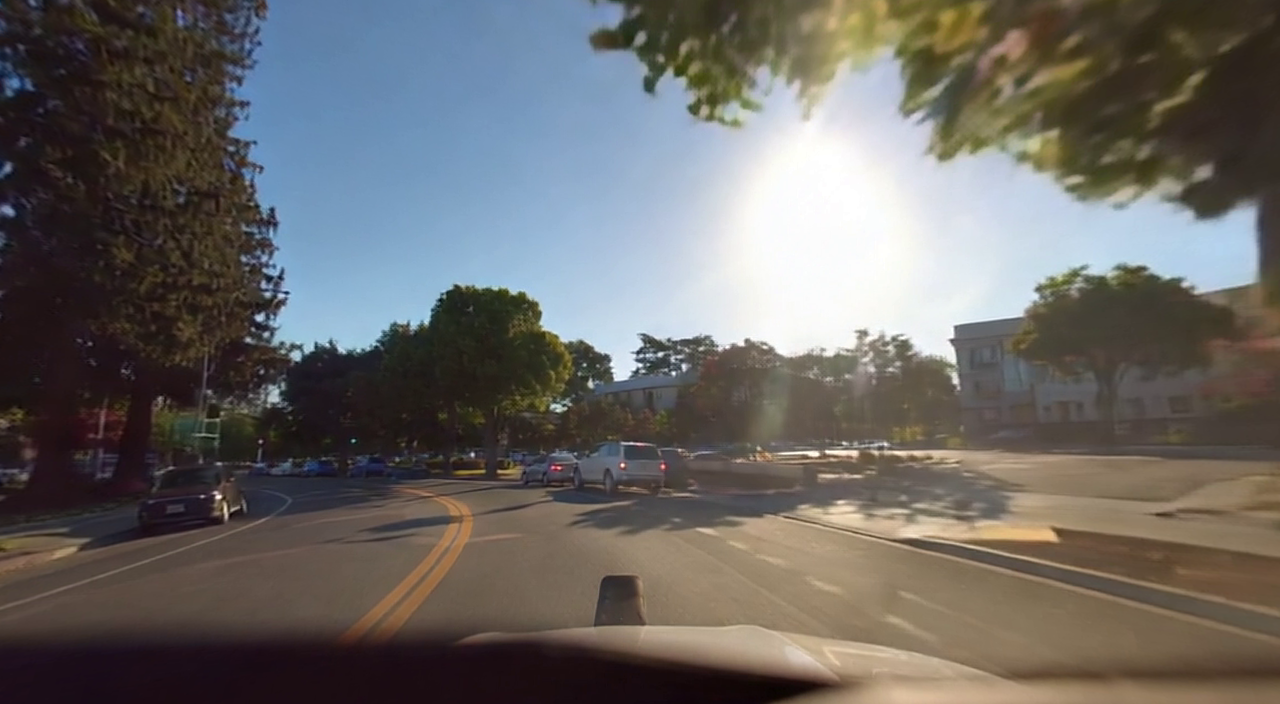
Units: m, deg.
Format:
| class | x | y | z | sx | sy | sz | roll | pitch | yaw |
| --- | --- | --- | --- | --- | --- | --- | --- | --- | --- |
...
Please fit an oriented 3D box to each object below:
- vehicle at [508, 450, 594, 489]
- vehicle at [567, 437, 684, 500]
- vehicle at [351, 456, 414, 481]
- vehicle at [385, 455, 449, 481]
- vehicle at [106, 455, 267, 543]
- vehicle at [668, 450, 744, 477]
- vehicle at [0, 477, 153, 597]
| class | x | y | z | sx | sy | sz | roll | pitch | yaw |
| --- | --- | --- | --- | --- | --- | --- | --- | --- | --- |
| vehicle | -4.008 | 5.101 | 27.830 | 2.066 | 1.509 | 4.579 | 5 | -10 | -31 |
| vehicle | -0.639 | 3.793 | 21.082 | 2.289 | 1.785 | 4.944 | 3 | -9 | -22 |
| vehicle | -17.692 | 7.929 | 43.299 | 4.789 | 1.509 | 2.016 | -8 | -12 | 42 |
| vehicle | -14.004 | 7.228 | 39.593 | 1.884 | 1.508 | 4.713 | 8 | -12 | -44 |
| vehicle | -10.622 | 3.366 | 15.240 | 2.142 | 1.483 | 4.629 | -2 | -7 | -23 |
| vehicle | 3.766 | 6.264 | 35.773 | 2.218 | 1.373 | 4.156 | -8 | -11 | 41 |
| vehicle | -8.344 | 2.049 | 6.041 | 2.876 | 1.170 | 6.732 | -3 | -8 | -8 |
